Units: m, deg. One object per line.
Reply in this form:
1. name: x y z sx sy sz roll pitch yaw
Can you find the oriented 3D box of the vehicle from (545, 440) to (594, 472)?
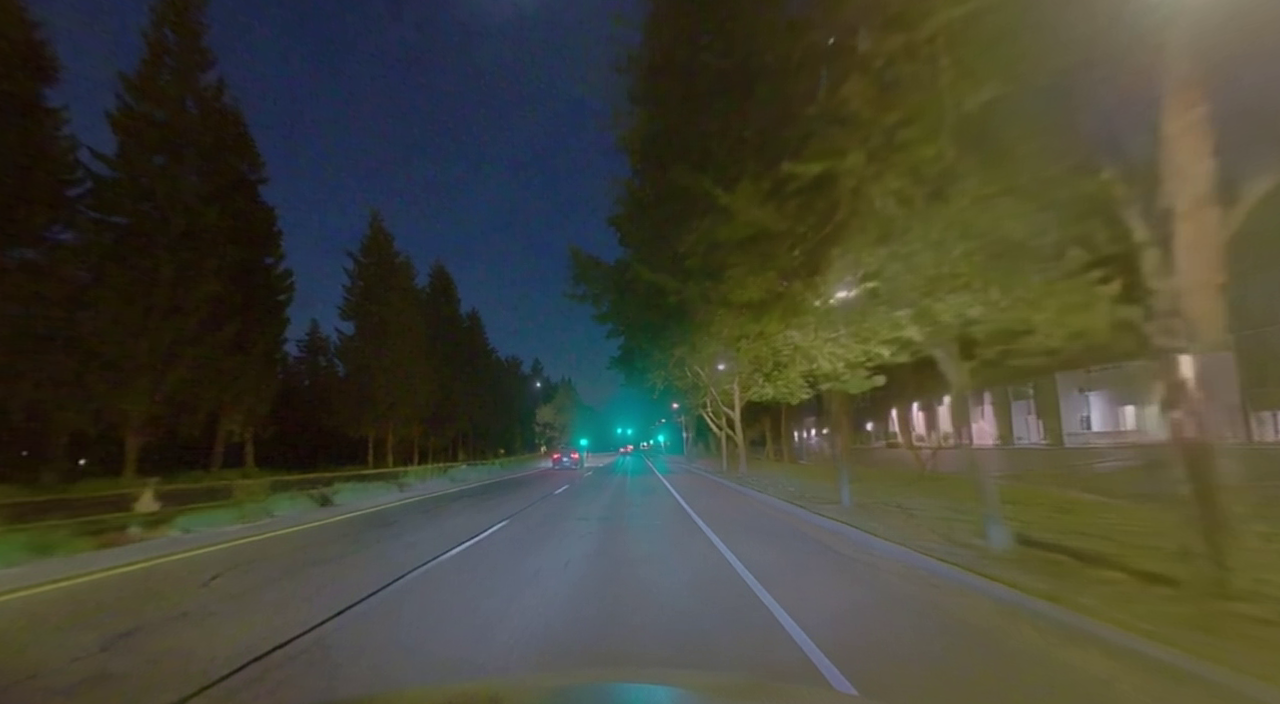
1. vehicle: -3.892 5.837 35.669 2.202 1.685 4.772 0 -9 0
